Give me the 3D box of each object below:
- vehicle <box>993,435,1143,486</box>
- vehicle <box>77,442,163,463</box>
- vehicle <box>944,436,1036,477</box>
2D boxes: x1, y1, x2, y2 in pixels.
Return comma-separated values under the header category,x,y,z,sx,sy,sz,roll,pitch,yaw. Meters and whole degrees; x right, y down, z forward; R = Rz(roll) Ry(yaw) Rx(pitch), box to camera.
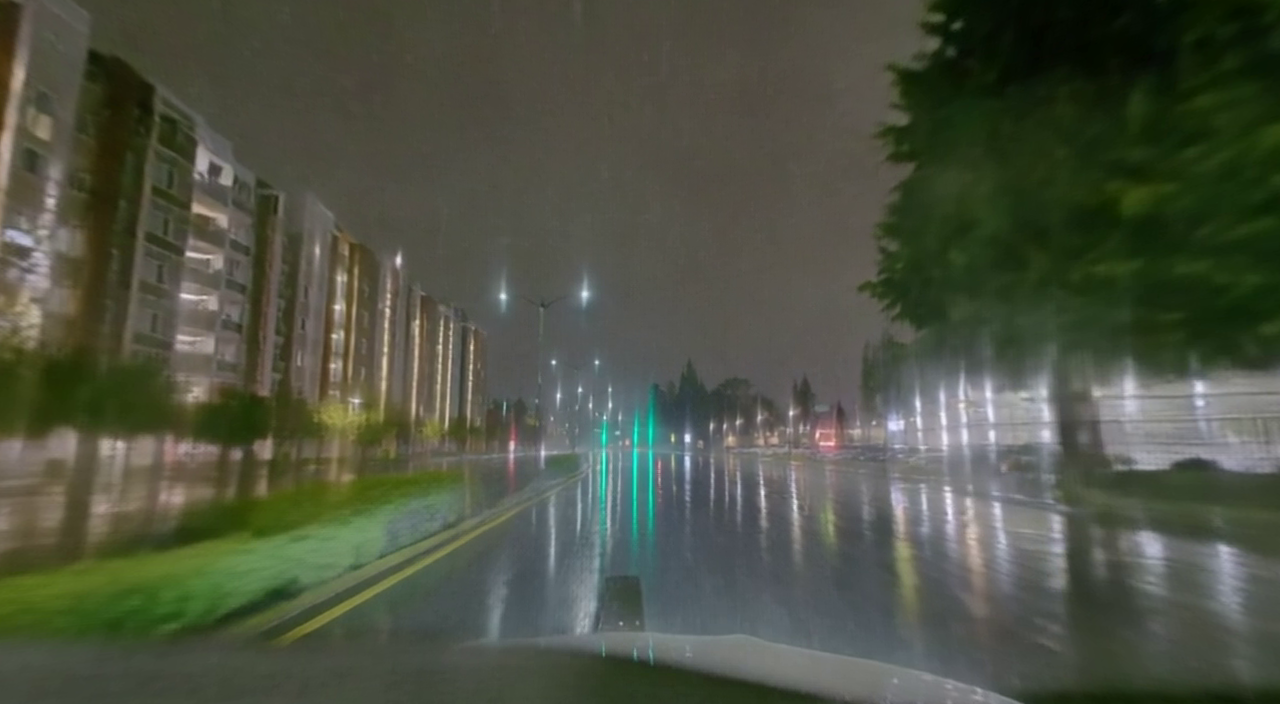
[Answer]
category,x,y,z,sx,sy,sz,roll,pitch,yaw
vehicle,15.586,3.956,23.408,2.006,1.683,4.643,0,-9,-4
vehicle,-37.183,7.179,45.256,4.369,1.465,1.900,1,-9,-5
vehicle,15.971,4.778,29.110,1.950,1.704,4.518,-1,-9,5
